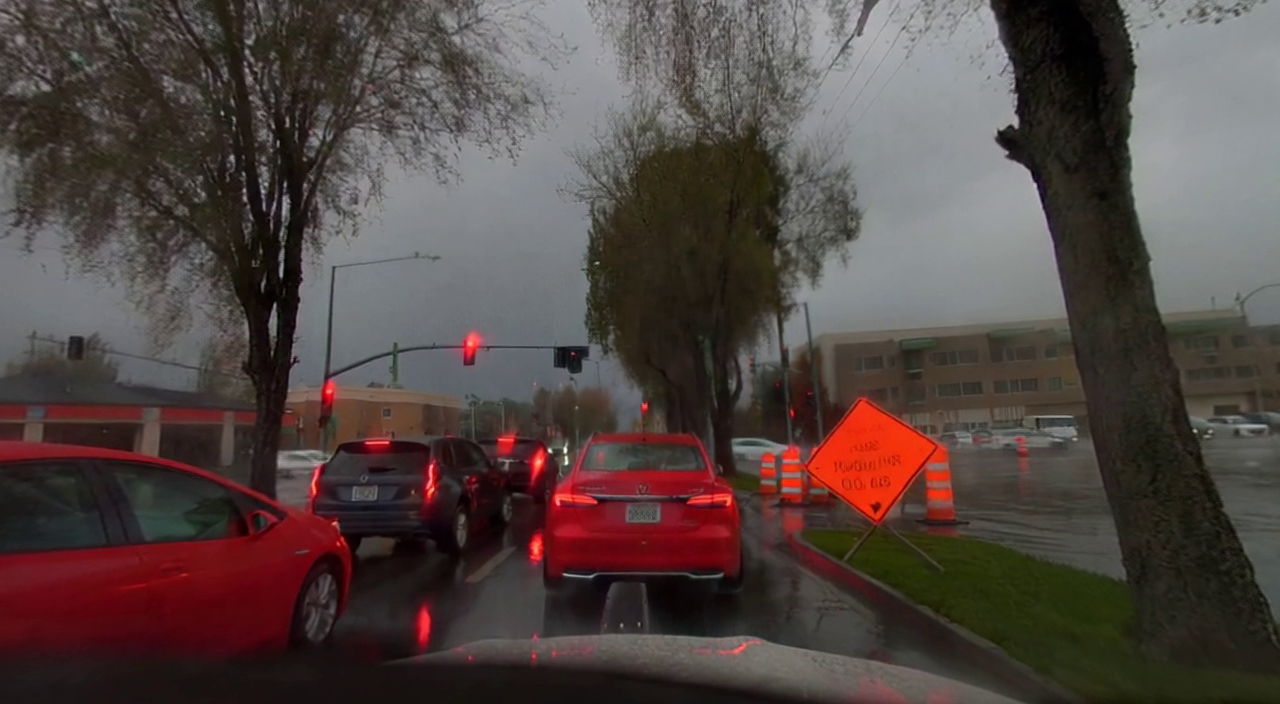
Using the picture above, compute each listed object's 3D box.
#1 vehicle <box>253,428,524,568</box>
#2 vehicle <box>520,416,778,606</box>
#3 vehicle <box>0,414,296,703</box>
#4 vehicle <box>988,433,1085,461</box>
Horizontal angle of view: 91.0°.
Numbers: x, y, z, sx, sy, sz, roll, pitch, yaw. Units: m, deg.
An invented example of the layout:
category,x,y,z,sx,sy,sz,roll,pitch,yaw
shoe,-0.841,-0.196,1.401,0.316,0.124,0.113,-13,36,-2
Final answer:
category,x,y,z,sx,sy,sz,roll,pitch,yaw
vehicle,-3.267,1.995,9.458,1.989,1.541,4.626,0,-9,2
vehicle,0.116,1.620,7.213,2.167,1.560,3.676,0,-9,1
vehicle,-3.582,0.943,2.150,2.064,1.497,4.722,0,-9,1
vehicle,25.552,6.150,40.681,4.827,1.729,1.986,0,-9,1
